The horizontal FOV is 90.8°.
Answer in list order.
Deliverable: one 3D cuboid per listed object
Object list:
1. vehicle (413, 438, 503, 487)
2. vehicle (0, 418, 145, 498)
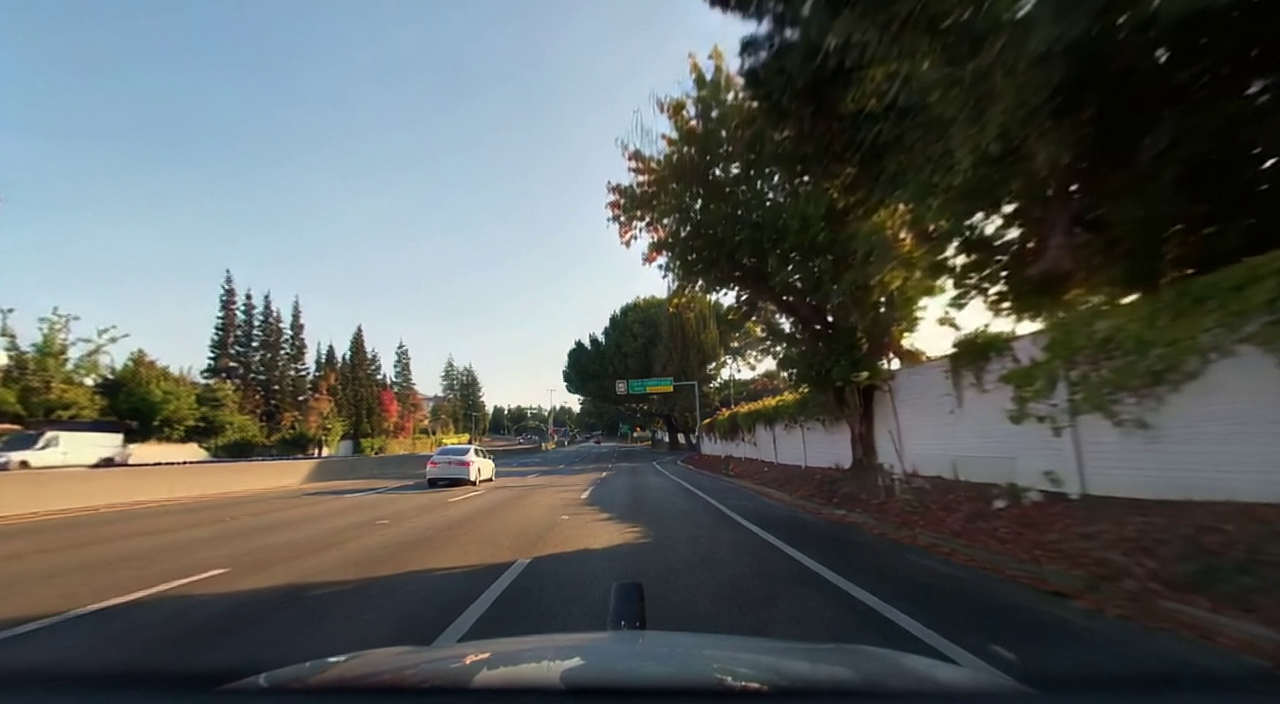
[{"bbox_3d":[-6.962,4.276,24.791,2.115,1.711,4.722,0,-9,0],"label":"vehicle"},{"bbox_3d":[-26.463,4.683,28.375,2.778,3.125,7.002,0,-9,-1],"label":"vehicle"}]
